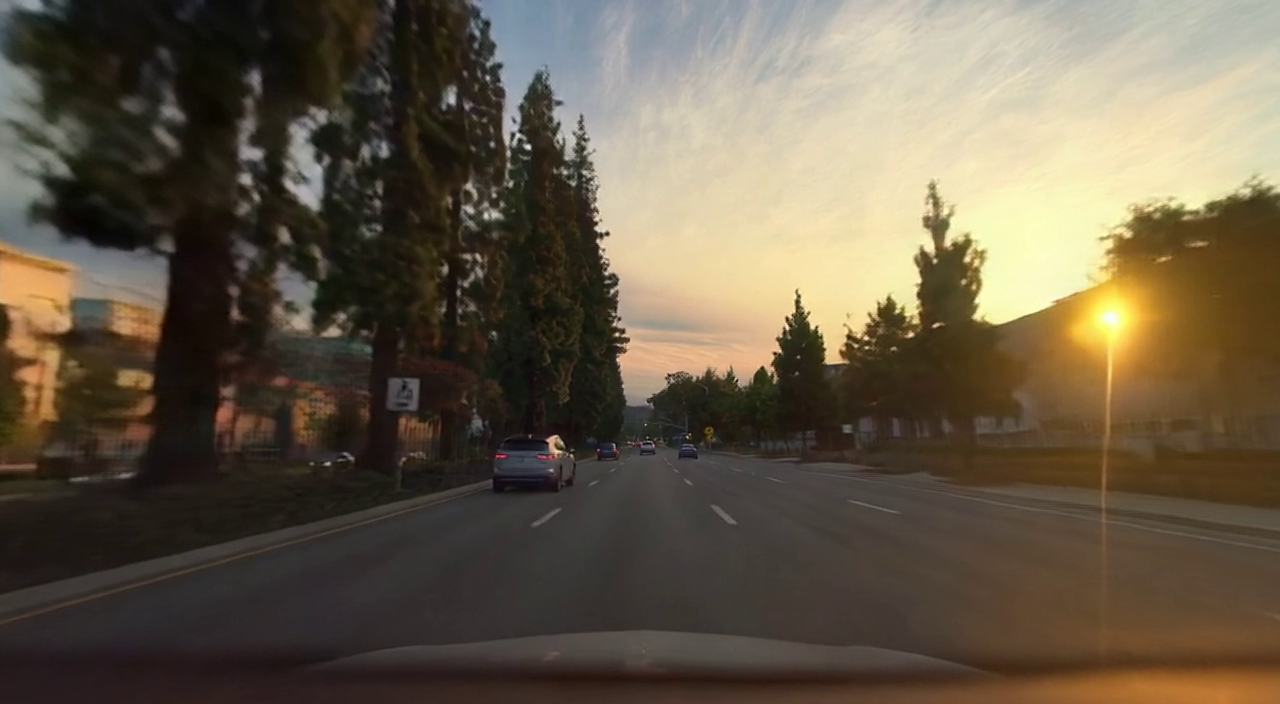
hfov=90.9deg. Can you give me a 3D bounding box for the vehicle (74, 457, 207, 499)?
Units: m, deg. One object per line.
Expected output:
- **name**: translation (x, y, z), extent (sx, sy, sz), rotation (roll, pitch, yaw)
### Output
- **vehicle**: translation (-20.725, 5.230, 26.459), extent (1.817, 1.495, 4.540), rotation (0, -8, 1)

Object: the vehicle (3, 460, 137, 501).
- **vehicle**: translation (-24.508, 5.524, 27.343), extent (1.825, 1.498, 4.308), rotation (0, -8, -1)

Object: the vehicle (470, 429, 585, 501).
- **vehicle**: translation (-2.814, 2.972, 17.001), extent (2.121, 1.656, 4.559), rotation (0, -8, 2)
